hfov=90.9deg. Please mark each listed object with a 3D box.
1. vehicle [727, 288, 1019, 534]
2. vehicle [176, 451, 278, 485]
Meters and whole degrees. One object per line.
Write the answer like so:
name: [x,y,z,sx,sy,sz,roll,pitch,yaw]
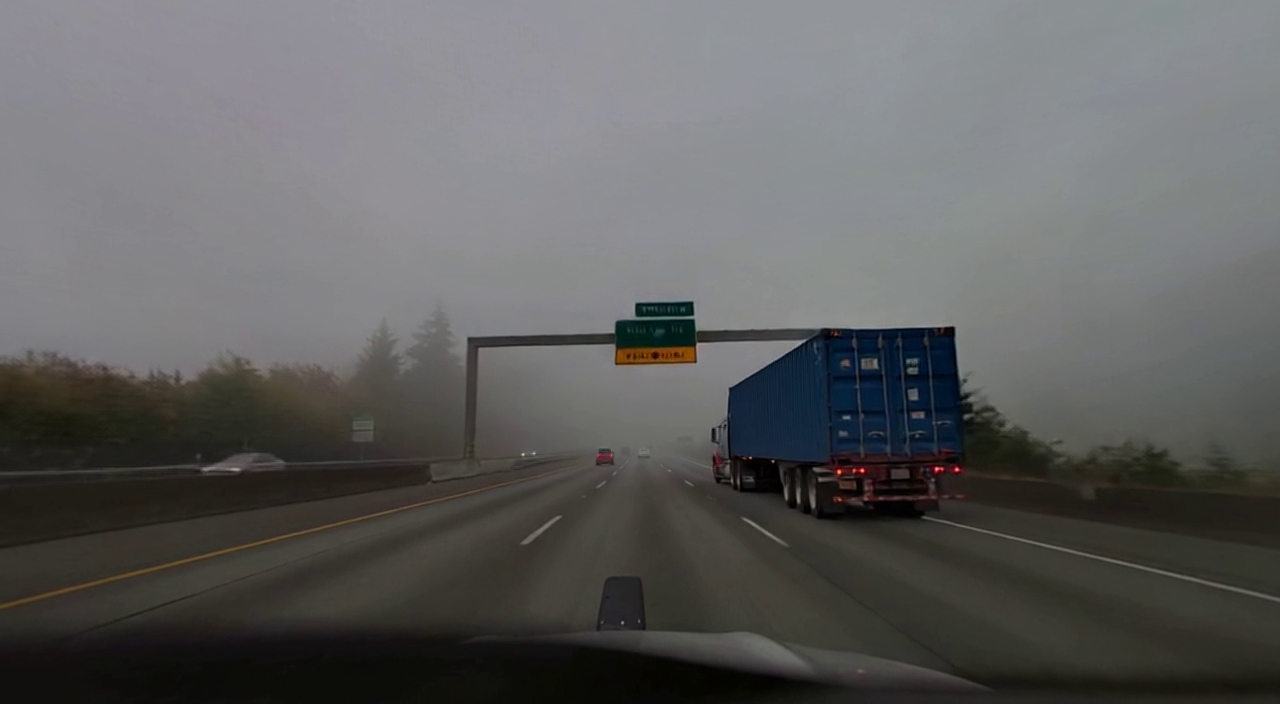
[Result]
vehicle: [4.662,1.923,16.802,2.821,4.046,12.876,0,-9,0]
vehicle: [-19.818,5.545,30.511,1.934,1.490,4.366,0,-9,0]
